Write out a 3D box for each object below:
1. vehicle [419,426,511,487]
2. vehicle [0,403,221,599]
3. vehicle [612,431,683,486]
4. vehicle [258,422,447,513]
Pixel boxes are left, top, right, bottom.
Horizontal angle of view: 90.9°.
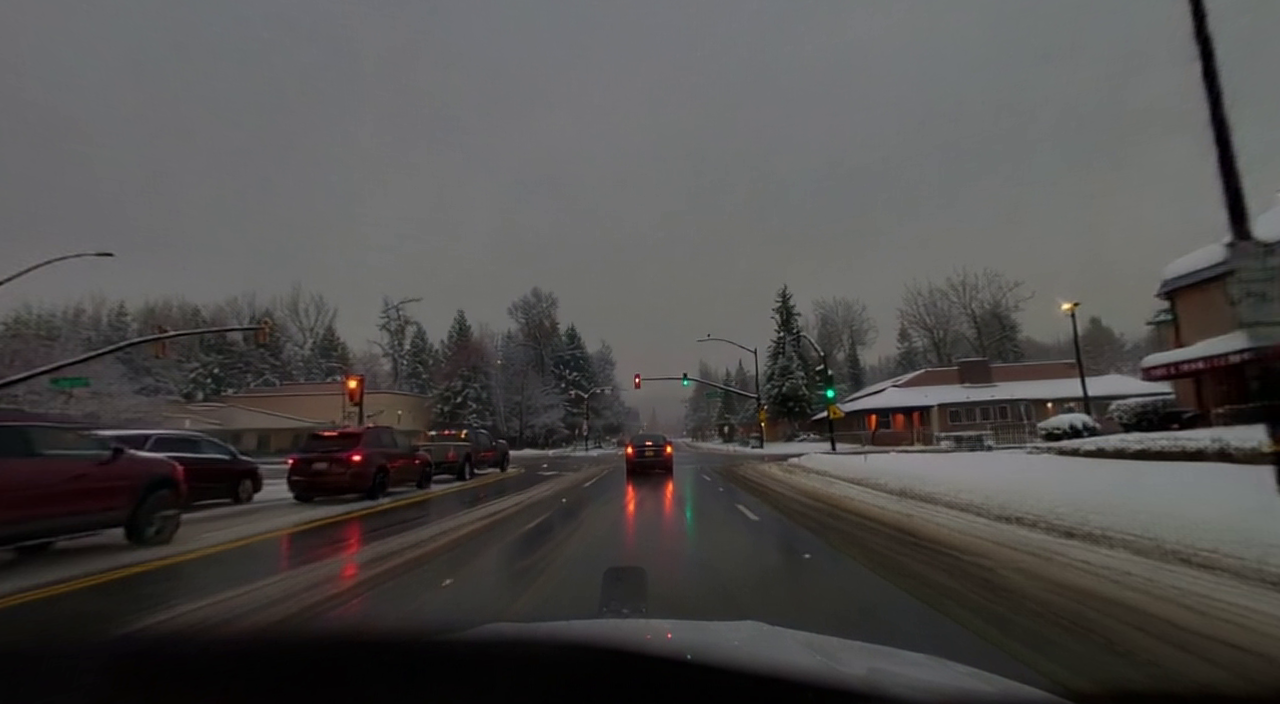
[{"bbox_3d":[-6.543,3.987,24.275,2.316,2.014,5.215,-1,-9,-4],"label":"vehicle"},{"bbox_3d":[-6.944,1.460,6.318,1.951,1.809,4.917,0,-9,2],"label":"vehicle"},{"bbox_3d":[0.291,3.593,21.504,2.197,1.682,3.642,0,-9,2],"label":"vehicle"},{"bbox_3d":[-6.712,2.754,15.547,2.111,1.864,4.932,-1,-9,3],"label":"vehicle"}]
